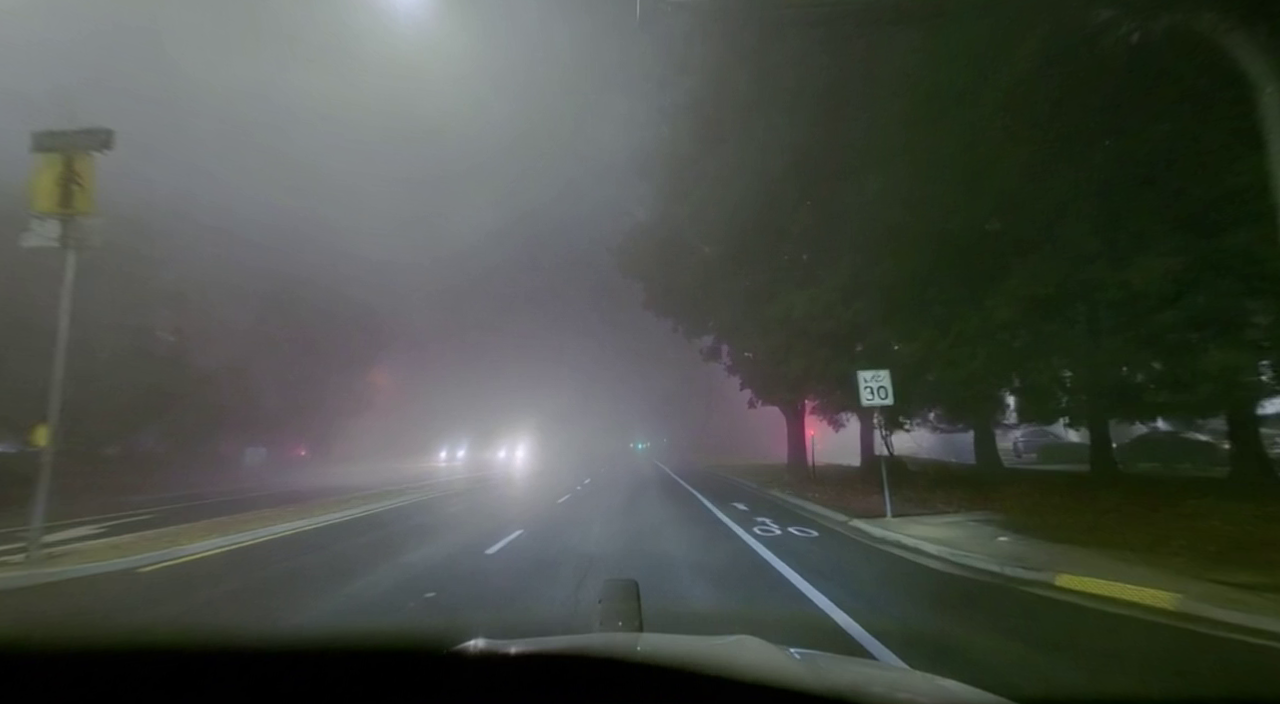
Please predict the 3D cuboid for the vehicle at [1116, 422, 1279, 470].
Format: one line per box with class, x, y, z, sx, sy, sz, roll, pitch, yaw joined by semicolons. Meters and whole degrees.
vehicle;20.121;3.447;22.951;1.963;1.466;4.355;-3;-9;-1
